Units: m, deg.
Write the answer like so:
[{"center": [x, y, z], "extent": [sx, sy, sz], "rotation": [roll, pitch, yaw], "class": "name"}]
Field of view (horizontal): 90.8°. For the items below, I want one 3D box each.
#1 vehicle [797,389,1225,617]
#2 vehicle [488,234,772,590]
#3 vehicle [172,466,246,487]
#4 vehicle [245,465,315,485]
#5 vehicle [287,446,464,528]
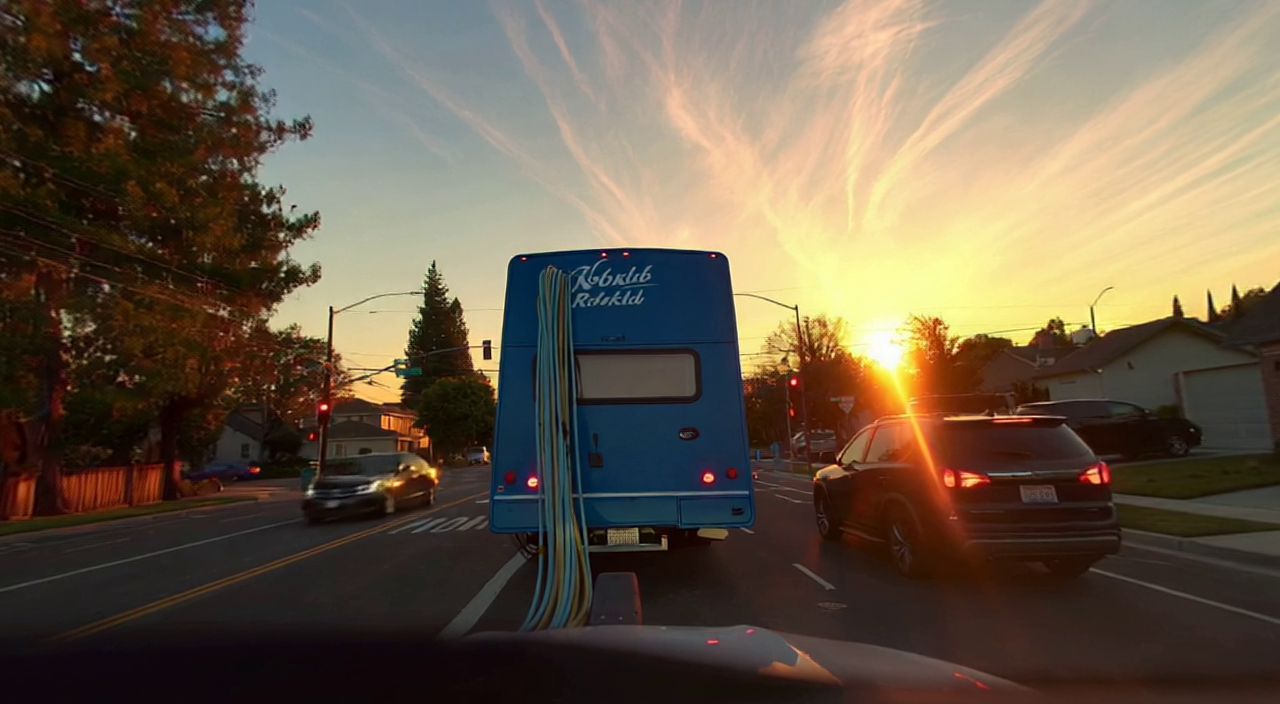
[{"center": [3.411, 1.493, 7.137], "extent": [2.104, 1.735, 4.408], "rotation": [0, -9, 0], "class": "vehicle"}, {"center": [-0.100, 1.133, 10.327], "extent": [2.709, 3.511, 8.213], "rotation": [0, -9, 0], "class": "vehicle"}, {"center": [-32.686, 9.415, 47.960], "extent": [4.311, 1.458, 1.707], "rotation": [0, -9, -3], "class": "vehicle"}, {"center": [-27.408, 9.364, 48.144], "extent": [4.187, 1.445, 1.809], "rotation": [0, -9, 0], "class": "vehicle"}, {"center": [-5.581, 2.865, 14.139], "extent": [1.979, 1.483, 4.668], "rotation": [0, -9, -1], "class": "vehicle"}]
